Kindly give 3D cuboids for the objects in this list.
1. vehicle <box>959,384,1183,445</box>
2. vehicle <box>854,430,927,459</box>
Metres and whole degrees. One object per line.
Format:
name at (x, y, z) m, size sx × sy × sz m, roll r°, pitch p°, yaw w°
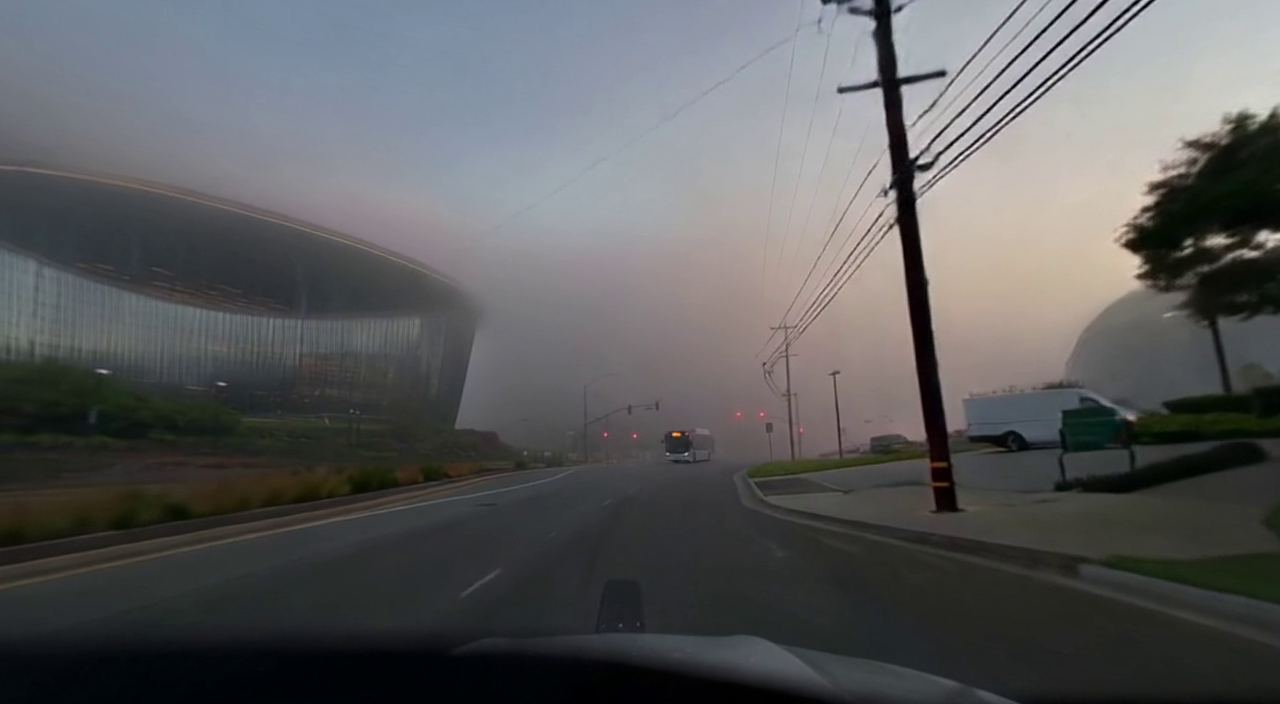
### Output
vehicle at (14.368, 2.173, 21.420) m, size 5.745 × 1.902 × 2.244 m, roll -1°, pitch -9°, yaw 9°
vehicle at (18.665, 6.967, 47.089) m, size 4.647 × 1.951 × 2.304 m, roll -3°, pitch -10°, yaw 13°
